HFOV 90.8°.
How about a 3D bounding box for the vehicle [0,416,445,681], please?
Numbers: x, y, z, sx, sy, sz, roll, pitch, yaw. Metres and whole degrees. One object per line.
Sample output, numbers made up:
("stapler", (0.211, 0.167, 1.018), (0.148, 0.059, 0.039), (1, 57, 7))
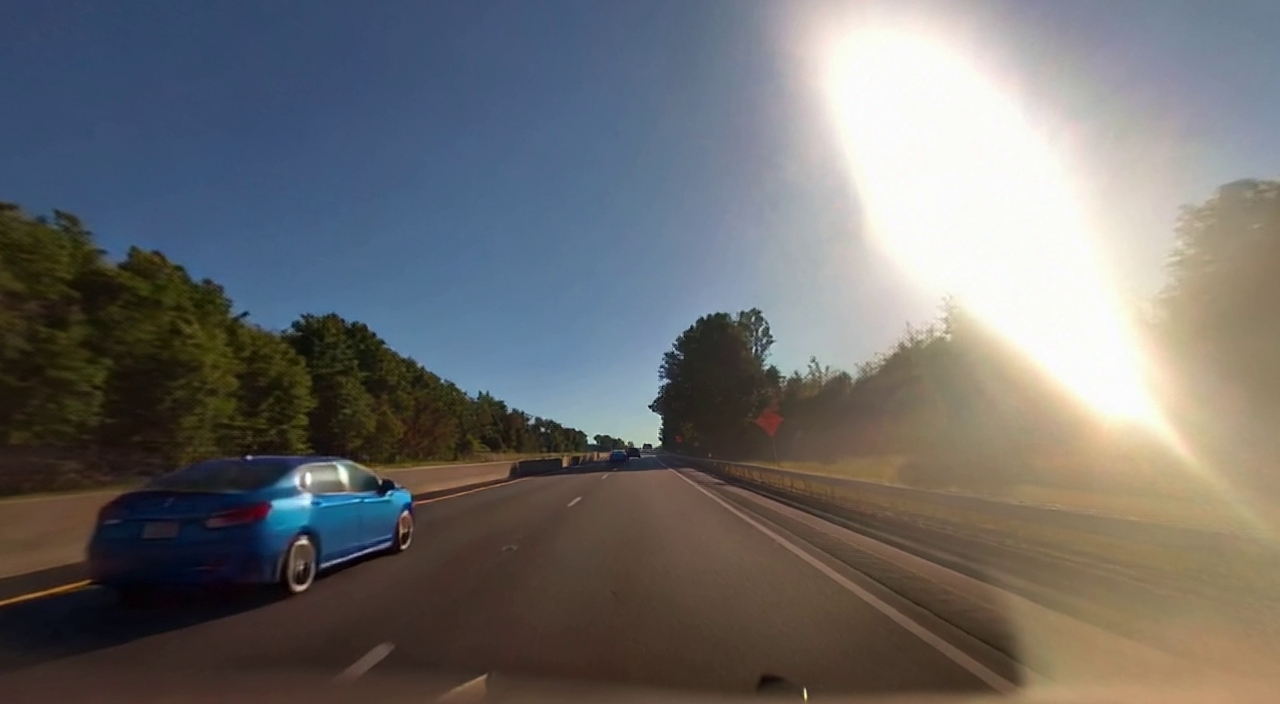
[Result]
("vehicle", (-3.543, 1.501, 5.909), (2.088, 1.586, 4.000), (0, -9, 1))

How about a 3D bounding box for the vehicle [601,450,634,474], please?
("vehicle", (-1.409, 7.259, 41.895), (1.917, 1.450, 3.997), (0, -9, 2))
